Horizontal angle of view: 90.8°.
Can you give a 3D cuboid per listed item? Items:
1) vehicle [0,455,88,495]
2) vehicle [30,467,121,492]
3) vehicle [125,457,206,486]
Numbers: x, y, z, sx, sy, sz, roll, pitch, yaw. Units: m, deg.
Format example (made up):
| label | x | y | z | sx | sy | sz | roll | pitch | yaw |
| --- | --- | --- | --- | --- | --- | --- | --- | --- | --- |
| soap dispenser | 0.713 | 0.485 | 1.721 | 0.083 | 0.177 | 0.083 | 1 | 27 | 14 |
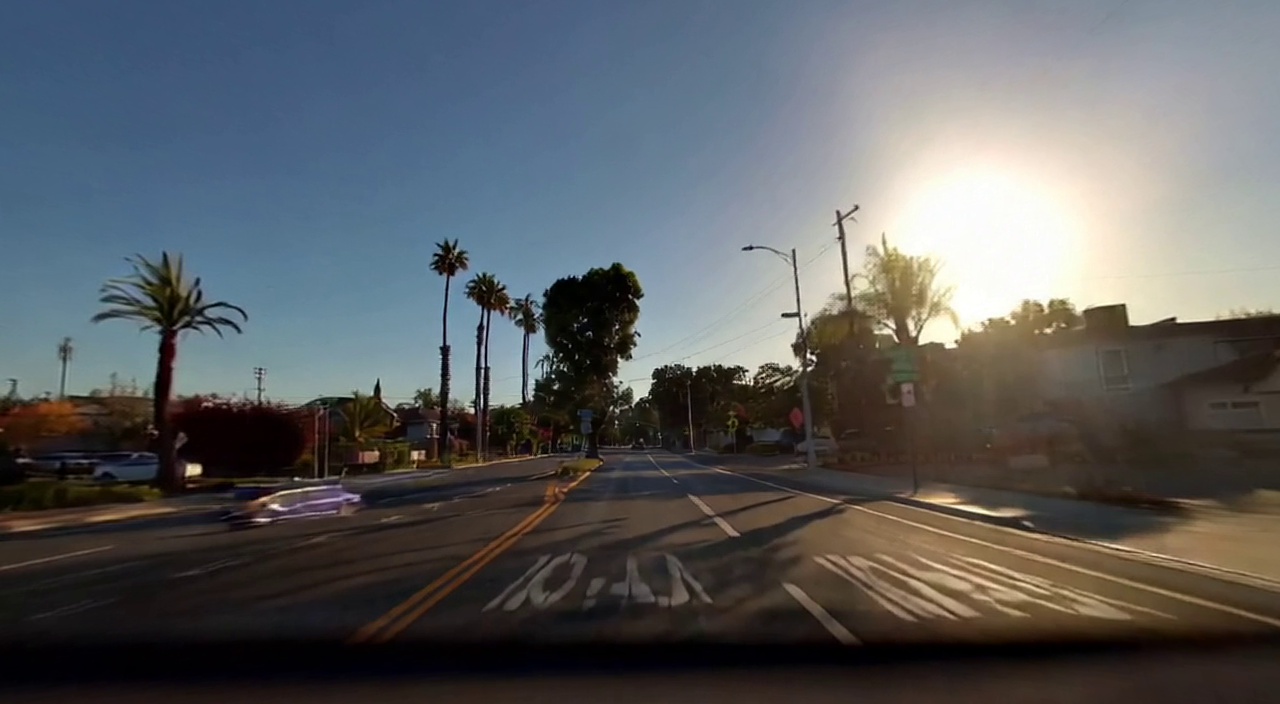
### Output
| label | x | y | z | sx | sy | sz | roll | pitch | yaw |
| --- | --- | --- | --- | --- | --- | --- | --- | --- | --- |
| vehicle | -38.468 | 7.798 | 40.528 | 1.950 | 2.284 | 4.544 | 0 | -8 | -2 |
| vehicle | -35.717 | 8.061 | 40.140 | 1.783 | 1.440 | 4.423 | 0 | -9 | -2 |
| vehicle | -30.067 | 7.571 | 40.233 | 1.914 | 1.709 | 4.579 | 1 | -9 | -5 |
